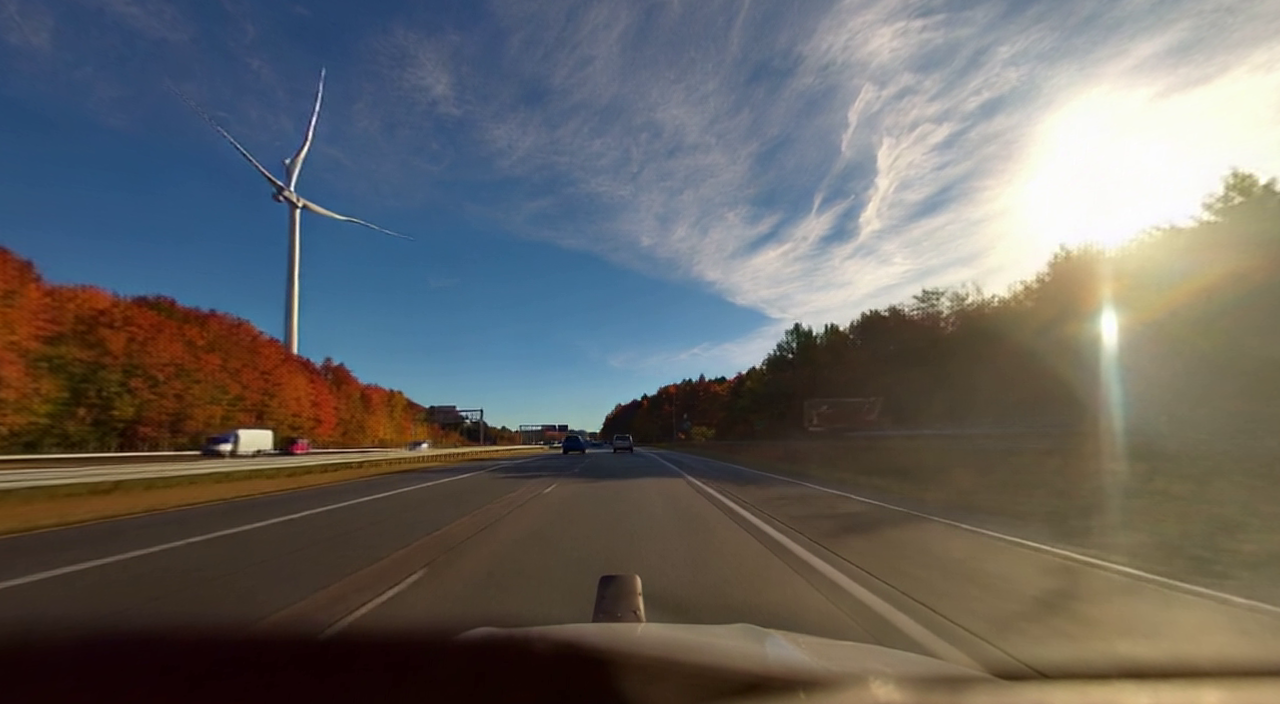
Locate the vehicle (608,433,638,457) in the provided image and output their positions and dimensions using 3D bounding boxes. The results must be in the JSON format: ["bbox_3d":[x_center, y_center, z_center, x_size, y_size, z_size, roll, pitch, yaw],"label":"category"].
[{"bbox_3d":[-1.325,7.284,49.383,2.213,1.774,4.563,0,-8,-1],"label":"vehicle"}]
